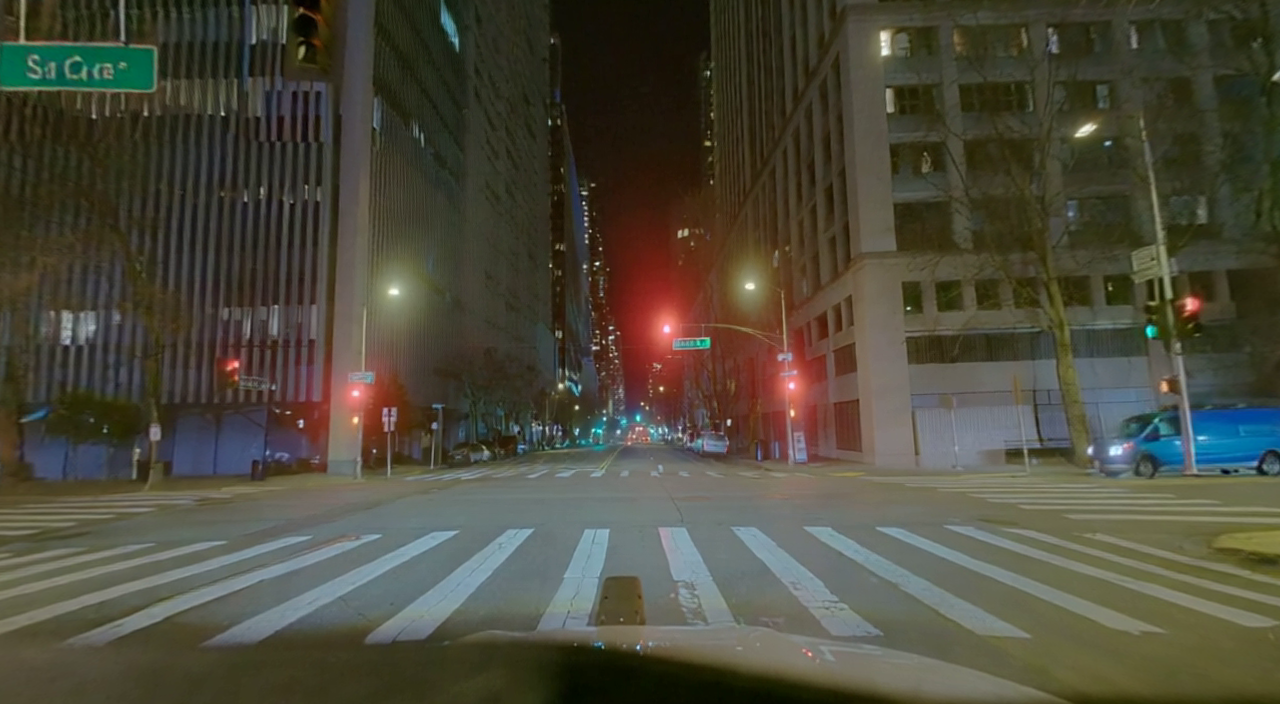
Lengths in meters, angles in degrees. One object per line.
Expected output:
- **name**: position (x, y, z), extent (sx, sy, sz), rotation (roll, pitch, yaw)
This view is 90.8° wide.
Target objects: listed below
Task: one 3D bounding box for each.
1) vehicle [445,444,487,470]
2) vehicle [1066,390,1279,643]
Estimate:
- **vehicle**: position (-12.428, 7.504, 45.385), extent (1.935, 1.639, 4.244), rotation (-3, -8, -2)
- **vehicle**: position (5.654, 1.135, 4.240), extent (2.070, 1.804, 4.881), rotation (0, -8, -1)
